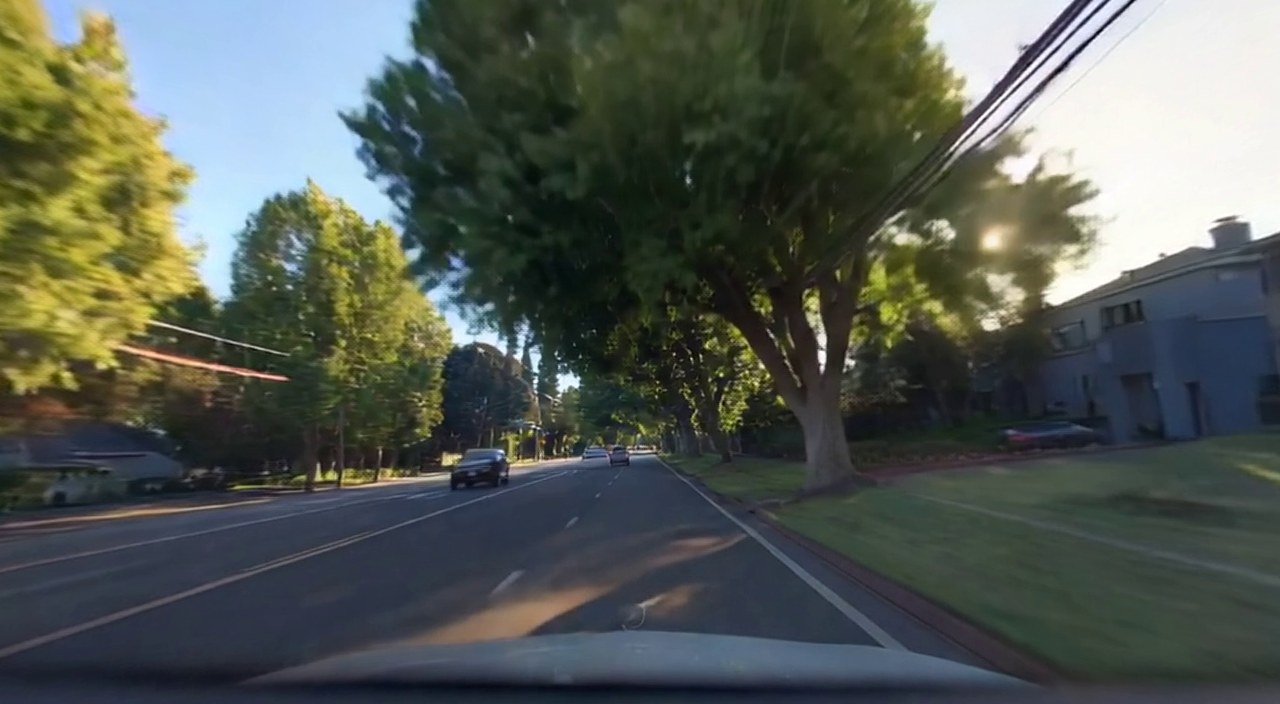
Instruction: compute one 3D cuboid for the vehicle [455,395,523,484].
[{"bbox_3d":[-6.716,3.936,28.346,2.365,3.642,3.374,-2,-9,-4],"label":"vehicle"}]
